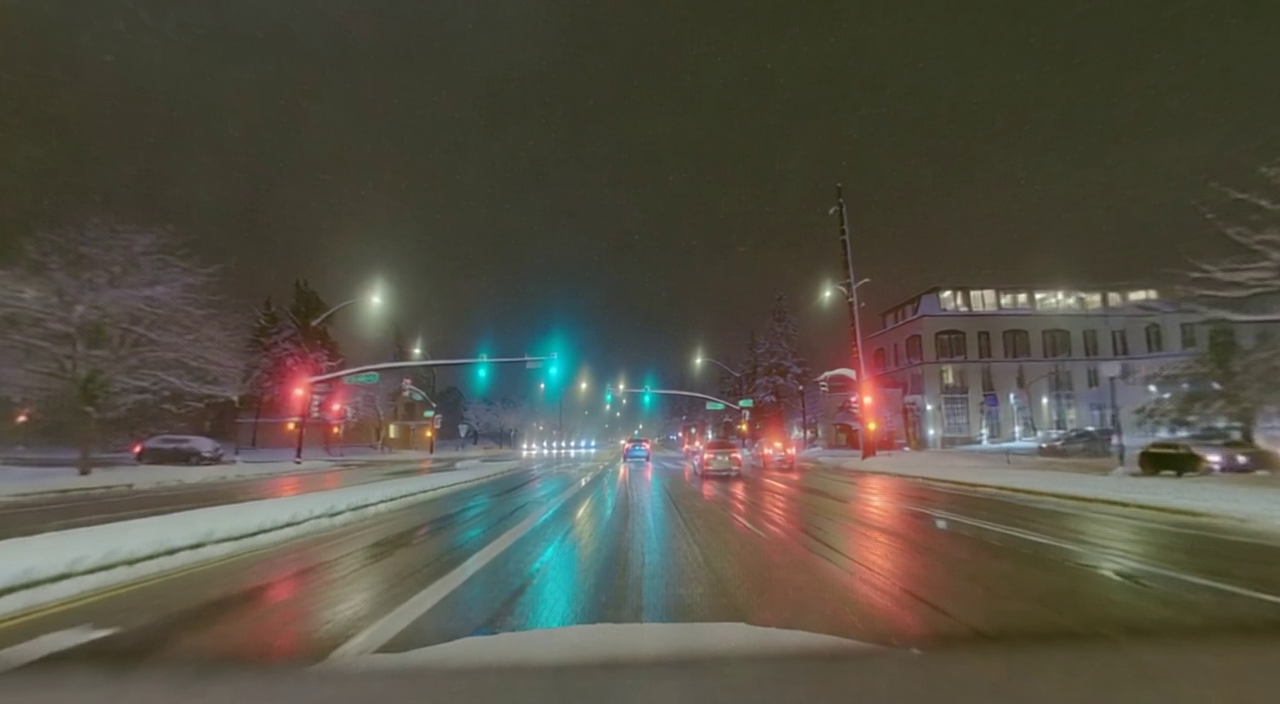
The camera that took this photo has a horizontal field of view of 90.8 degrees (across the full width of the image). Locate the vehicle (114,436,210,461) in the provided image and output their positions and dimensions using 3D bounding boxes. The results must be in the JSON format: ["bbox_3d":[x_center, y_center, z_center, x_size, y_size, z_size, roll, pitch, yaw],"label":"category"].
[{"bbox_3d":[-30.001,6.091,39.698,4.469,1.501,1.990,-1,-9,4],"label":"vehicle"}]

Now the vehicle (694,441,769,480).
[{"bbox_3d":[3.328,4.047,23.909,2.080,1.321,4.382,0,-8,-2],"label":"vehicle"}]

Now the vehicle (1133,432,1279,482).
[{"bbox_3d":[23.732,4.149,25.004,6.313,1.772,2.263,-10,-10,43],"label":"vehicle"}]

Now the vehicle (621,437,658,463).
[{"bbox_3d":[-0.030,6.046,39.030,2.143,1.480,4.006,0,-8,0],"label":"vehicle"}]
